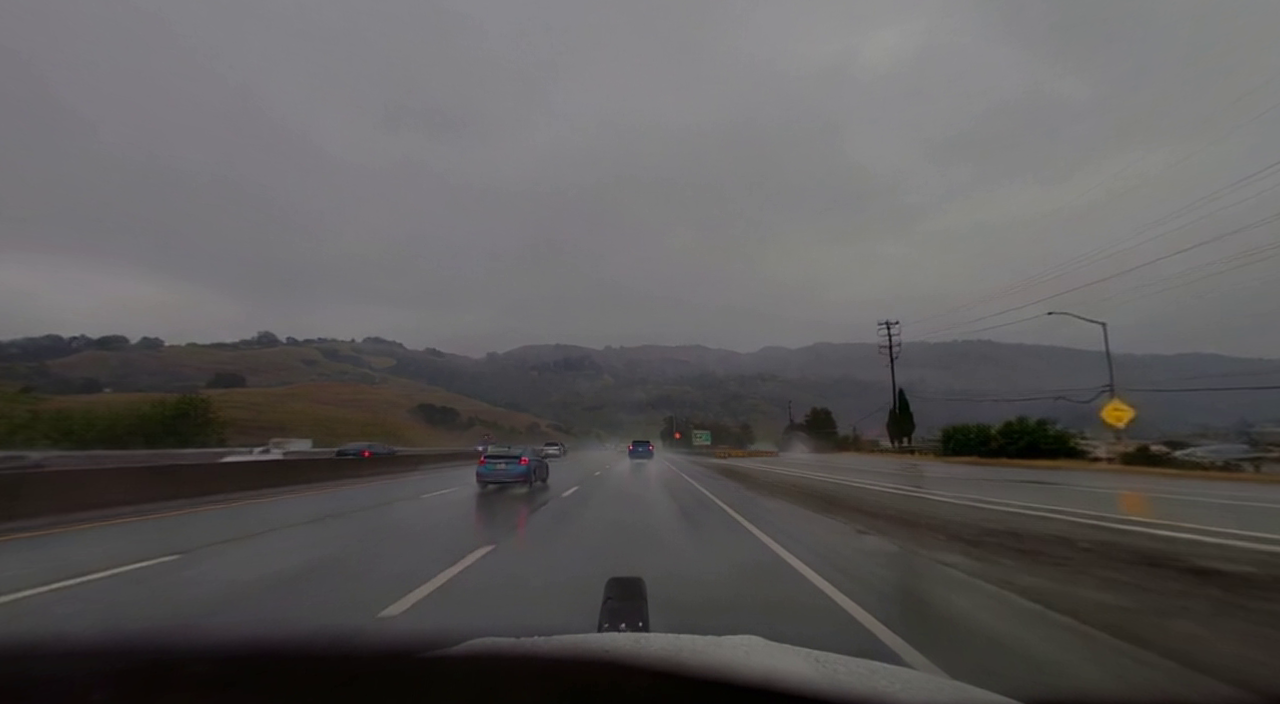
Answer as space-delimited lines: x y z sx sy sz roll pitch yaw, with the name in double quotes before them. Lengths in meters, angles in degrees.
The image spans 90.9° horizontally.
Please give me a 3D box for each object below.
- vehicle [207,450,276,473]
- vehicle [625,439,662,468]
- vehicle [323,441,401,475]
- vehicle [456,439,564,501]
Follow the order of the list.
"vehicle" -27.705 7.608 44.018 1.943 1.434 4.407 0 -8 1
"vehicle" 0.200 6.480 40.394 2.194 1.737 4.127 0 -8 0
"vehicle" -14.394 5.481 32.929 2.047 1.608 4.257 0 -8 1
"vehicle" -3.525 3.280 18.083 1.967 1.517 4.808 0 -8 1
